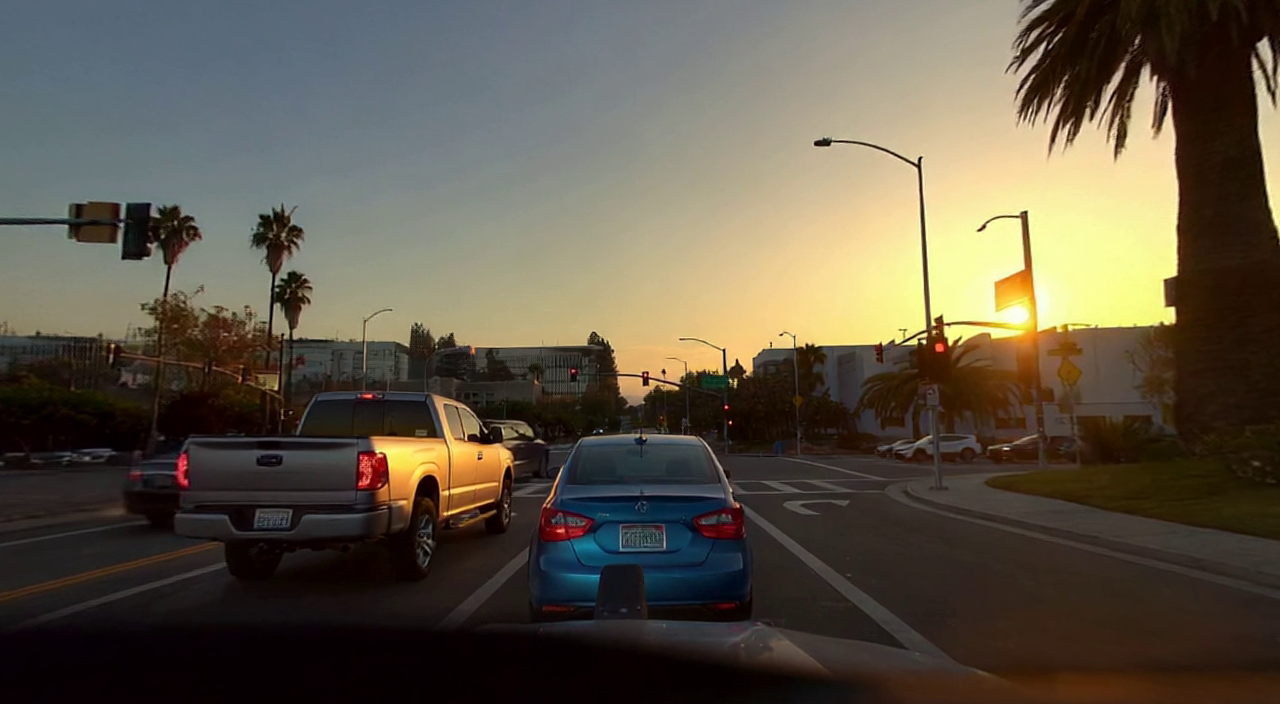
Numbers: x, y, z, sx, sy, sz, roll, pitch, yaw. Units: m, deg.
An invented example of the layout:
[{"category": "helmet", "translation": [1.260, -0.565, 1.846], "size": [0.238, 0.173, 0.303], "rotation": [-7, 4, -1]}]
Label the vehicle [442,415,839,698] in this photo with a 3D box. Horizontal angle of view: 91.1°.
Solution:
[{"category": "vehicle", "translation": [0.032, 1.405, 5.512], "size": [2.122, 1.501, 4.152], "rotation": [0, -8, 1]}]

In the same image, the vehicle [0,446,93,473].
[{"category": "vehicle", "translation": [-37.097, 6.633, 38.869], "size": [4.576, 1.617, 1.937], "rotation": [0, -8, 2]}]

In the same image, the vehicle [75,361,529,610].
[{"category": "vehicle", "translation": [-3.227, 1.474, 7.907], "size": [2.330, 1.969, 5.626], "rotation": [-1, -8, 3]}]

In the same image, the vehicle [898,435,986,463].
[{"category": "vehicle", "translation": [18.839, 6.080, 39.298], "size": [4.466, 1.717, 1.963], "rotation": [0, -8, 2]}]
